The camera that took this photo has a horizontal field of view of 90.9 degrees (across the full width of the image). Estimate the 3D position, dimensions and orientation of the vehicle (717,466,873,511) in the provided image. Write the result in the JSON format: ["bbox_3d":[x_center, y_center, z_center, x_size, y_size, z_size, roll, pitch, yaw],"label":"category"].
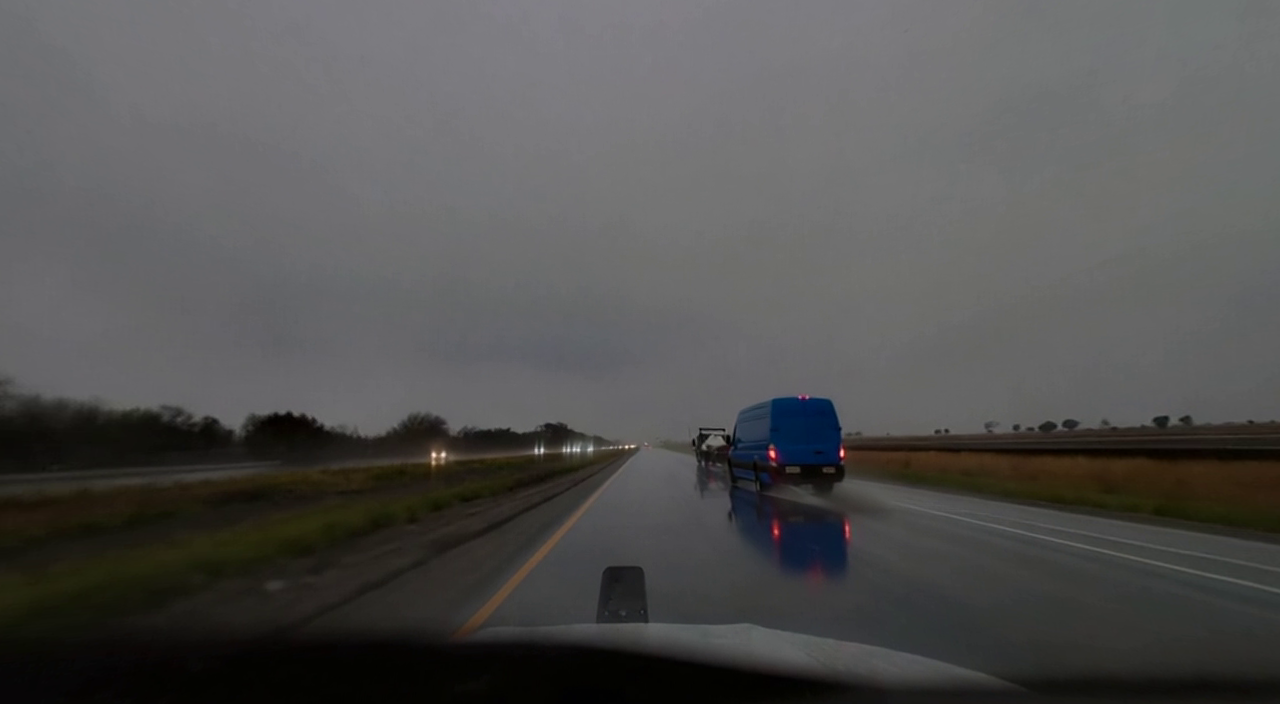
[{"bbox_3d":[3.979,3.729,17.754,2.702,0.824,6.391,0,-9,-1],"label":"vehicle"}]

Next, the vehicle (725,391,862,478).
[{"bbox_3d":[4.013,2.395,17.812,2.444,2.053,5.616,-1,-9,0],"label":"vehicle"}]
